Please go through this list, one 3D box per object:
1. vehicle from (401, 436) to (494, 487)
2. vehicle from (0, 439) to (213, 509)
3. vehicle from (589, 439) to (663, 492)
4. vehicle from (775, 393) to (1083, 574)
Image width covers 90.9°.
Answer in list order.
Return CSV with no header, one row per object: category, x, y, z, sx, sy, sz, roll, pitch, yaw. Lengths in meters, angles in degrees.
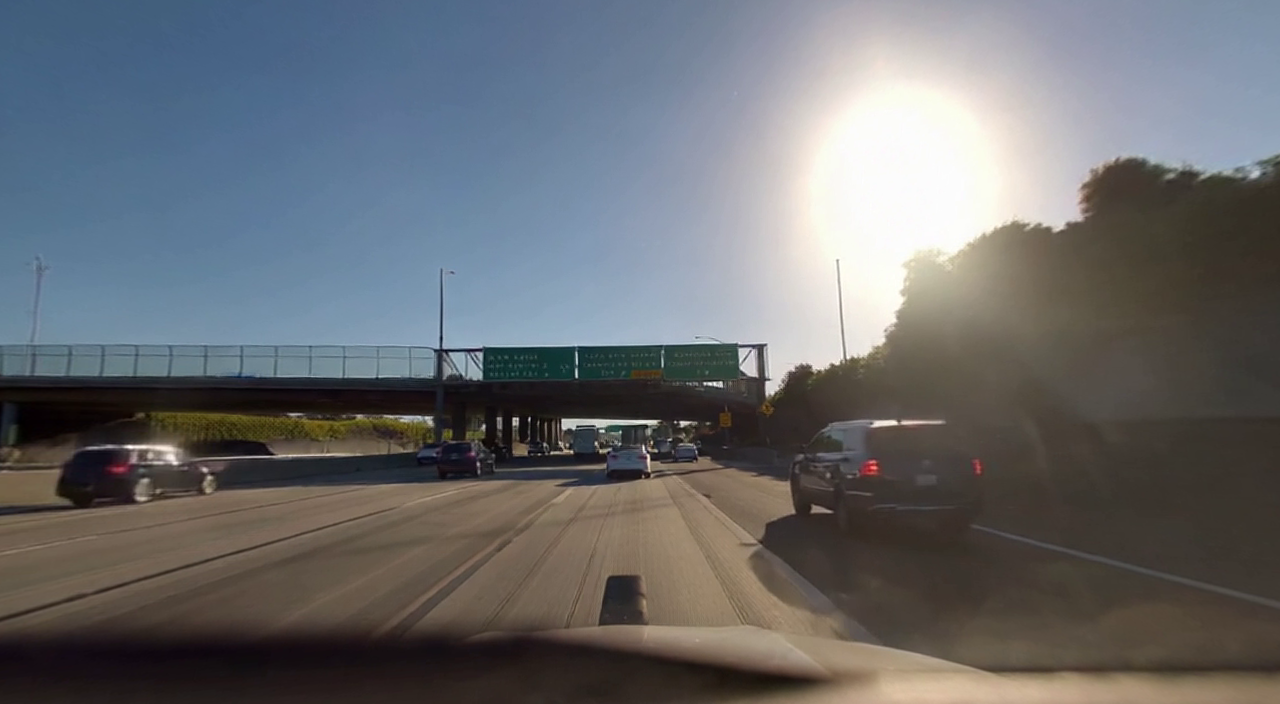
vehicle,-6.940,3.987,23.226,2.060,1.669,4.242,0,-9,0
vehicle,-14.471,3.243,17.320,2.055,1.628,4.898,0,-9,0
vehicle,-0.398,3.468,19.633,2.042,1.446,4.269,0,-9,0
vehicle,3.336,1.619,8.445,2.001,1.771,4.250,0,-9,-1
